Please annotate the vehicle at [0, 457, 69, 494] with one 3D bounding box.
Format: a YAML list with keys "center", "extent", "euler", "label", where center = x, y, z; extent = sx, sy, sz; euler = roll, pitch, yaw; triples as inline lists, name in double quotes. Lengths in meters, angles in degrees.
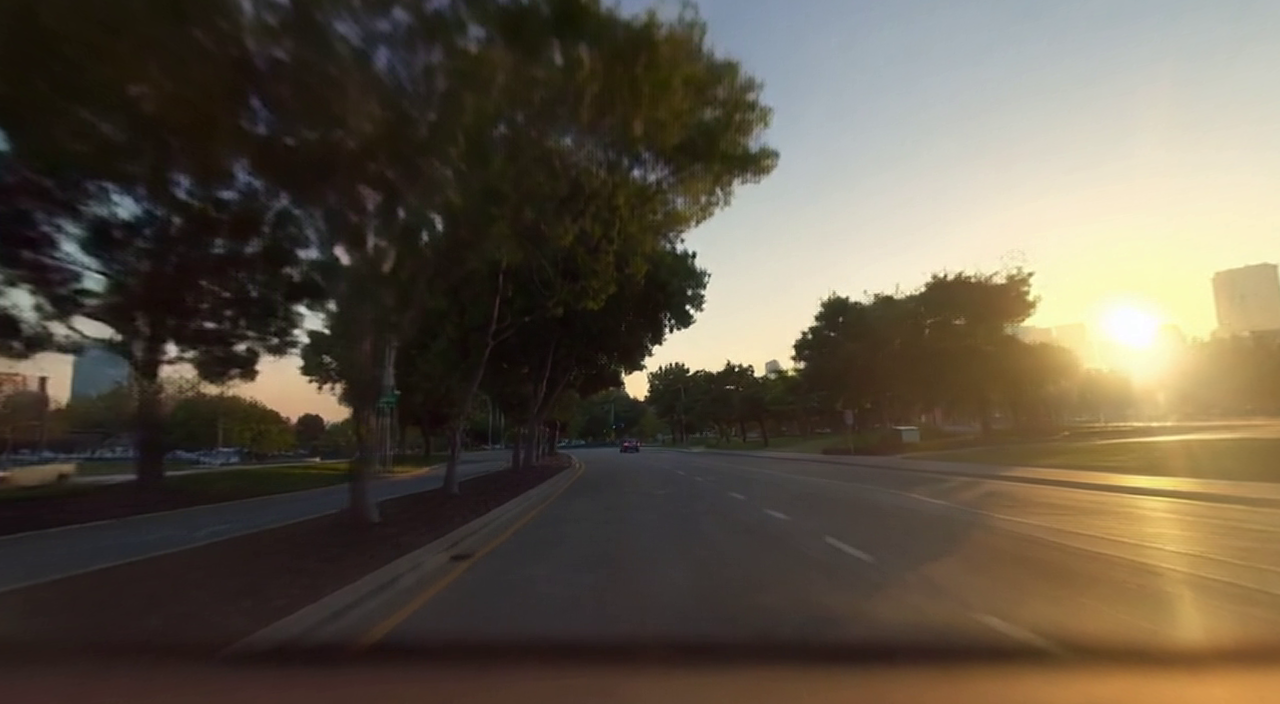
- center: [-28.067, 5.423, 27.789]
  extent: [1.863, 1.468, 4.560]
  euler: [0, -8, -4]
  label: "vehicle"
